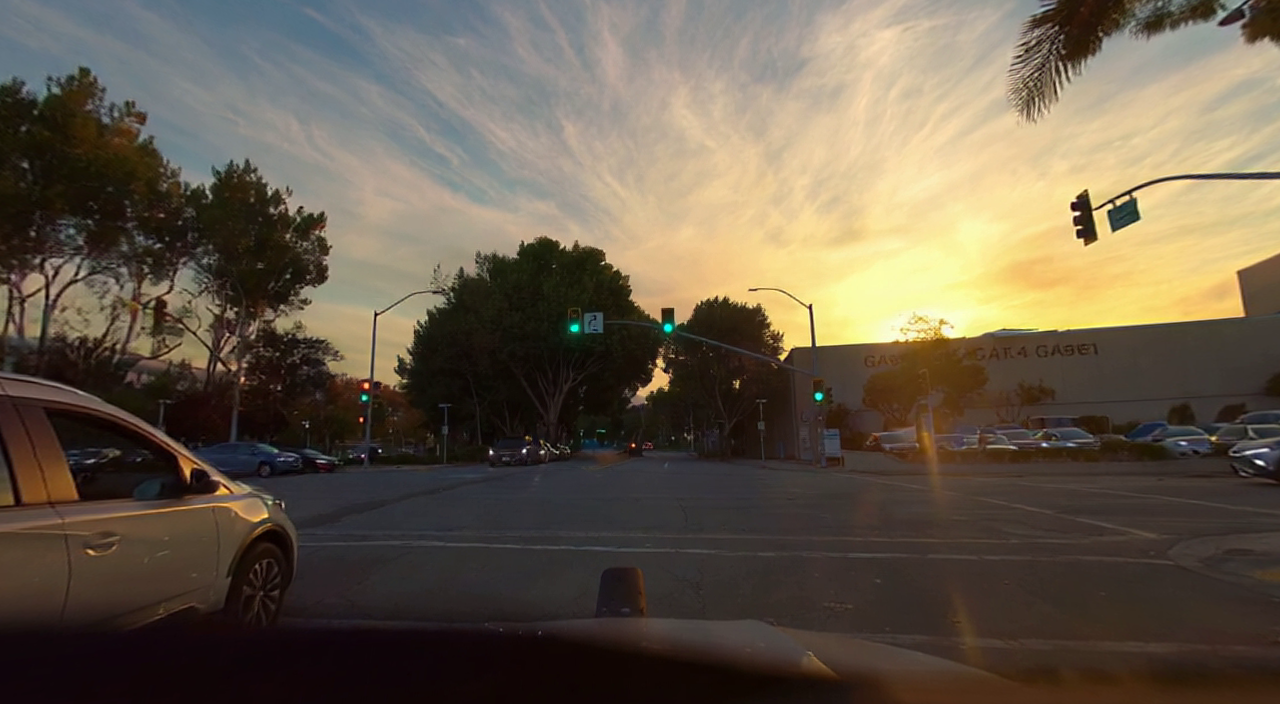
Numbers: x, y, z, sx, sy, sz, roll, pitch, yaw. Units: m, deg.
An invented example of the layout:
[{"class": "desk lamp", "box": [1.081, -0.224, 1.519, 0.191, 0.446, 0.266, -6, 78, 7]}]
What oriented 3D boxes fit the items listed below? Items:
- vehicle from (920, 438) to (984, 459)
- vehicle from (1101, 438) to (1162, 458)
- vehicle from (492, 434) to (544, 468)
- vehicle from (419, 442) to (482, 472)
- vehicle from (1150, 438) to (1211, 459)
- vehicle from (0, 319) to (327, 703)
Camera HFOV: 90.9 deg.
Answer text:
[{"class": "vehicle", "box": [21.471, 6.638, 43.393, 3.576, 1.425, 1.702, 2, -8, -12]}, {"class": "vehicle", "box": [38.481, 7.538, 49.511, 1.837, 1.514, 4.786, -2, -9, 13]}, {"class": "vehicle", "box": [-7.165, 5.860, 37.461, 2.081, 1.818, 4.782, 0, -8, 1]}, {"class": "vehicle", "box": [-10.638, 5.918, 35.719, 2.041, 1.548, 4.868, 0, -8, 0]}, {"class": "vehicle", "box": [41.128, 7.423, 48.092, 1.767, 1.456, 4.191, -5, -10, 15]}, {"class": "vehicle", "box": [-3.481, 0.815, 2.701, 2.000, 1.789, 4.638, 0, -8, -2]}]
